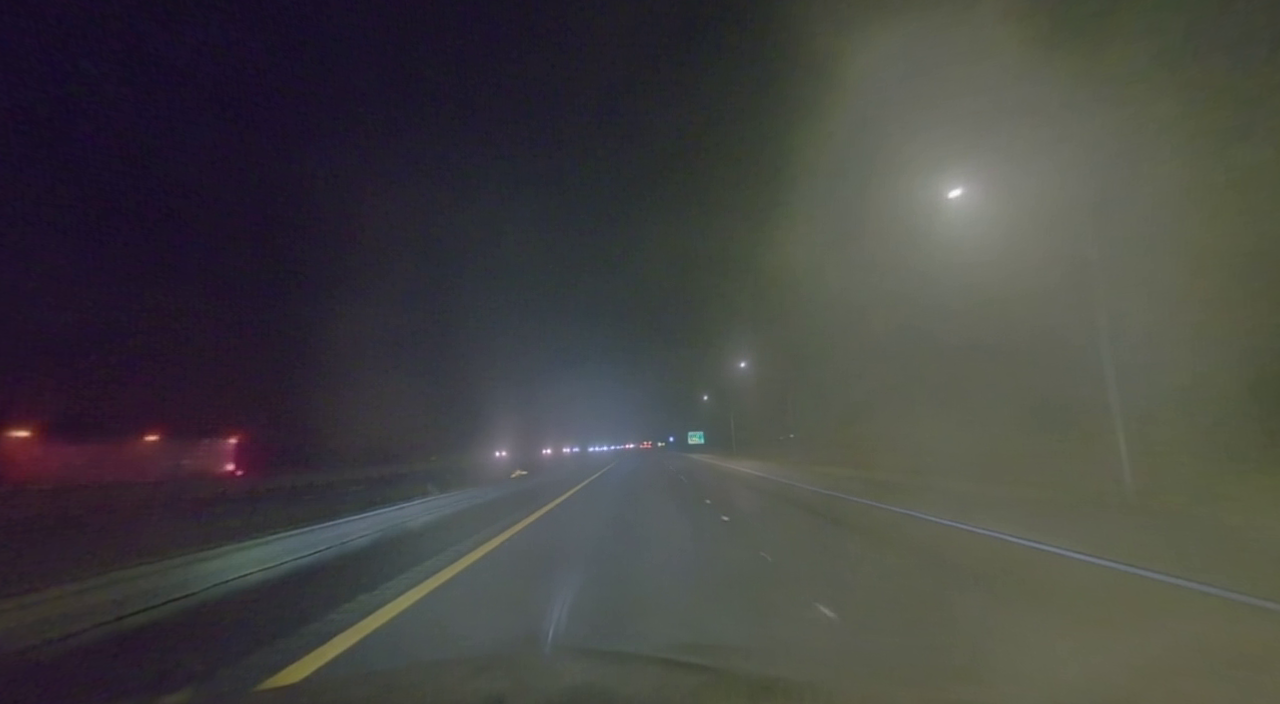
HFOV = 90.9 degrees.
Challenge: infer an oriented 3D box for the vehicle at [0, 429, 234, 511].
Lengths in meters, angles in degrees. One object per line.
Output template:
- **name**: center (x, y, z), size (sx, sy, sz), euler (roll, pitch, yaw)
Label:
- **vehicle**: center (-33.087, 7.244, 40.605), size (2.894, 4.165, 16.340), euler (0, -8, 0)
